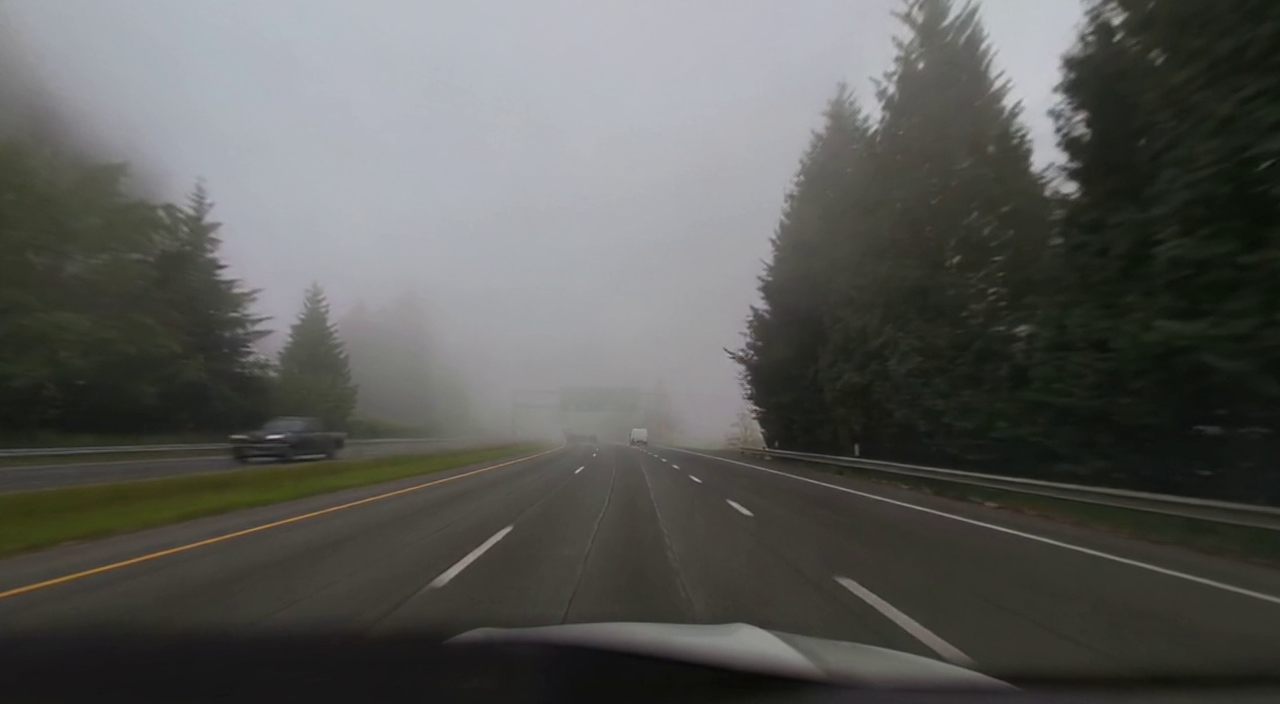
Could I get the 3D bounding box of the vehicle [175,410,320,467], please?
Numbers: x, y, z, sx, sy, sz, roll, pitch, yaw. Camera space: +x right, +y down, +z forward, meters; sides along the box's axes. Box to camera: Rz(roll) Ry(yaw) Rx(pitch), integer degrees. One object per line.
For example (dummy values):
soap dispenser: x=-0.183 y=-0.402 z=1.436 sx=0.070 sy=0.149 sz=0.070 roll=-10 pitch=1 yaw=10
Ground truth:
vehicle: x=-13.885 y=3.114 z=22.812 sx=2.011 sy=1.804 sz=5.202 roll=0 pitch=-8 yaw=-2
